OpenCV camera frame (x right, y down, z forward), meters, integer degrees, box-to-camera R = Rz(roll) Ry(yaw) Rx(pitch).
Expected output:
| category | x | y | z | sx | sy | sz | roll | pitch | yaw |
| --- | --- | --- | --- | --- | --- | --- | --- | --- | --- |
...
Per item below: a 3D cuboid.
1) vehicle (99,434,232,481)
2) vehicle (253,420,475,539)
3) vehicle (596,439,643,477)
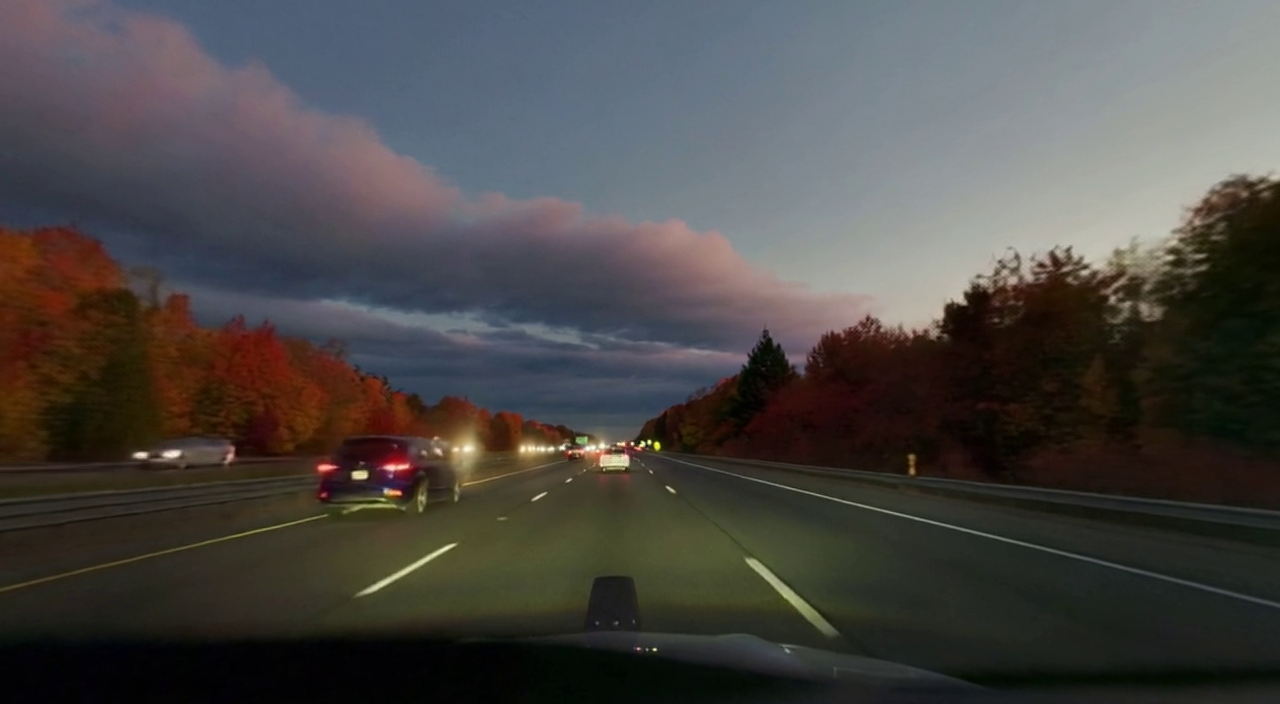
| category | x | y | z | sx | sy | sz | roll | pitch | yaw |
| --- | --- | --- | --- | --- | --- | --- | --- | --- | --- |
| vehicle | -18.763 | 4.207 | 25.081 | 1.960 | 1.677 | 4.332 | 0 | -9 | -1 |
| vehicle | -4.625 | 2.219 | 11.509 | 1.974 | 1.688 | 4.727 | 0 | -9 | -1 |
| vehicle | -0.980 | 5.102 | 30.388 | 2.115 | 1.661 | 4.049 | 0 | -9 | -2 |
